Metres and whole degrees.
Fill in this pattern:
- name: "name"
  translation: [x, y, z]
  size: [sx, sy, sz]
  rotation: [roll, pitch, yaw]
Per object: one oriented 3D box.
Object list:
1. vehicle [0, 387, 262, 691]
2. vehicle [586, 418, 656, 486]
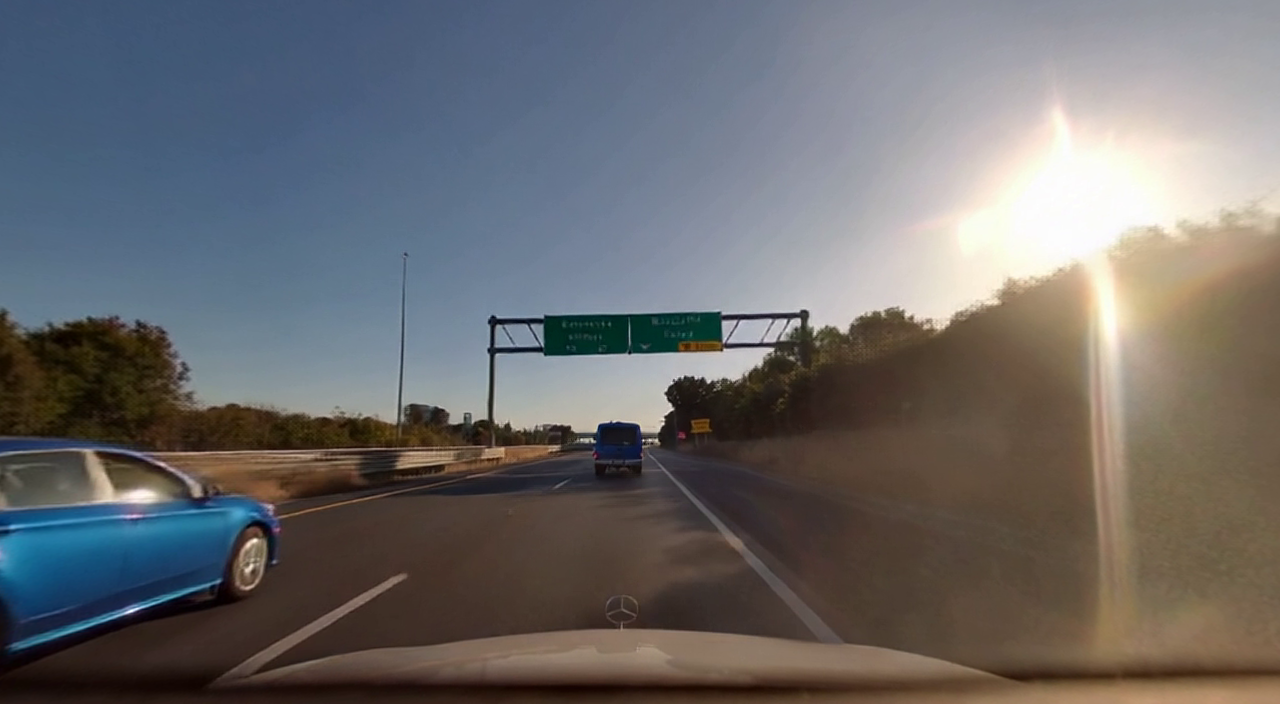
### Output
- name: "vehicle"
  translation: [-4.638, 1.055, 3.659]
  size: [2.198, 1.666, 4.311]
  rotation: [0, -8, 0]
- name: "vehicle"
  translation: [-0.645, 3.574, 22.757]
  size: [2.248, 2.154, 4.892]
  rotation: [0, -8, -1]
